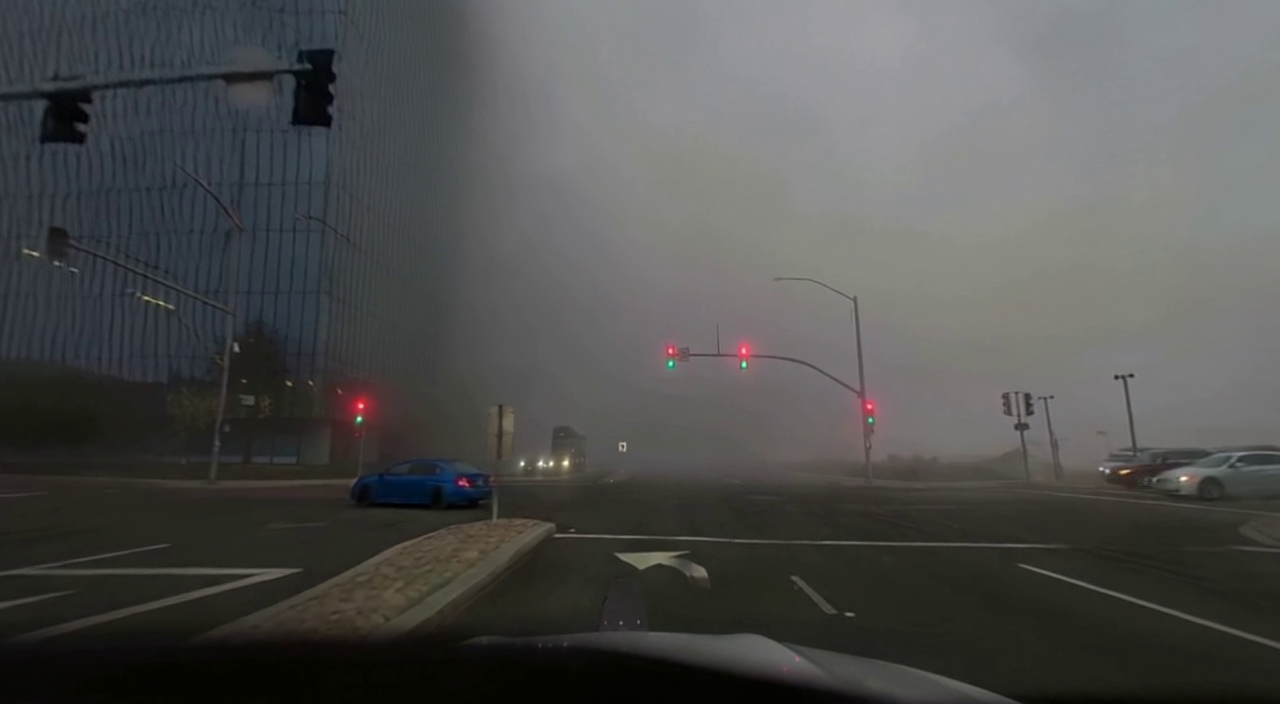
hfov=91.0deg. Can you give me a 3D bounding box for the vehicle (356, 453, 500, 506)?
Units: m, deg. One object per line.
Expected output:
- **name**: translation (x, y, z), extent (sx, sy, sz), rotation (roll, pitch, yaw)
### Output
- **vehicle**: translation (-6.953, 4.116, 20.658), extent (4.197, 1.525, 2.014), rotation (-4, -10, 26)

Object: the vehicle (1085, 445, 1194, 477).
- **vehicle**: translation (25.033, 5.449, 31.804), extent (2.021, 1.484, 4.454), rotation (0, -9, 3)

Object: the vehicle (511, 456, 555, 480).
- **vehicle**: translation (-7.426, 8.075, 44.047), extent (2.113, 1.535, 4.504), rotation (0, -9, 2)
